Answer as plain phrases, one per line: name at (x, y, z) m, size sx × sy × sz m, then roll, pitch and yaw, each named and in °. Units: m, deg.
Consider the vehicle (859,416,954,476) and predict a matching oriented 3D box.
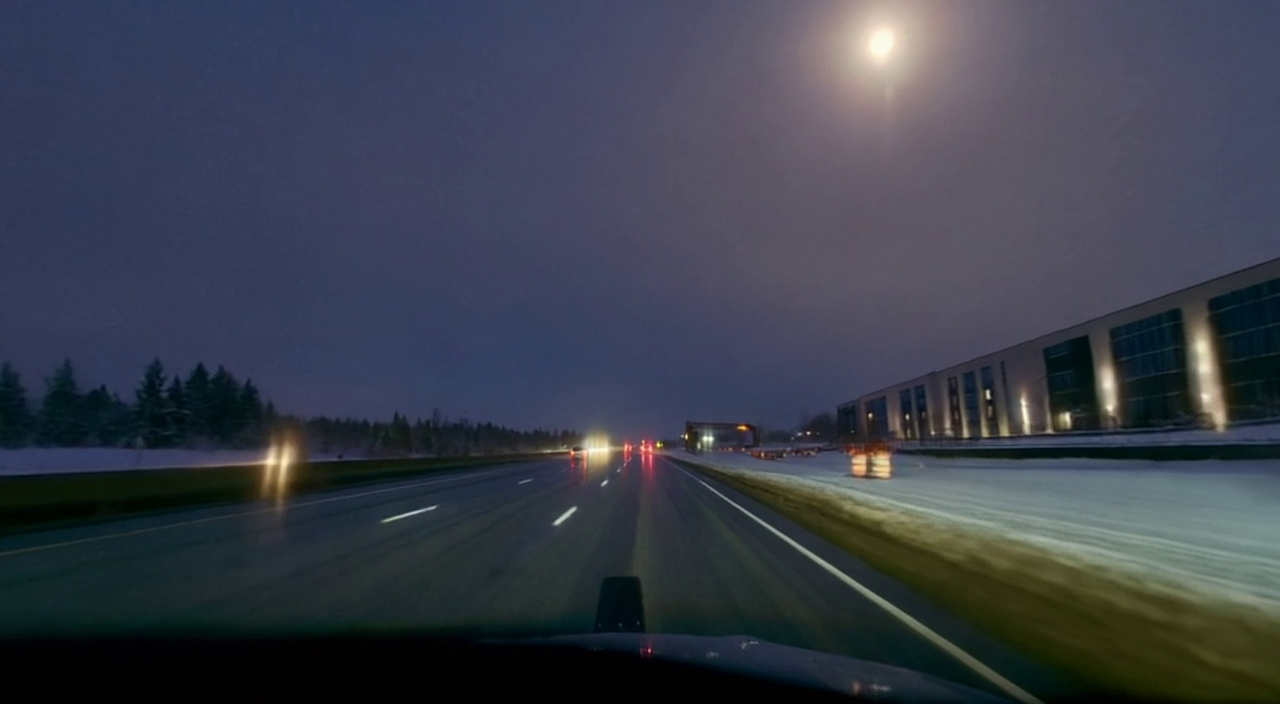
vehicle at (14.208, 5.114, 33.997) m, size 2.763 × 2.805 × 4.926 m, roll -3°, pitch -10°, yaw 0°
